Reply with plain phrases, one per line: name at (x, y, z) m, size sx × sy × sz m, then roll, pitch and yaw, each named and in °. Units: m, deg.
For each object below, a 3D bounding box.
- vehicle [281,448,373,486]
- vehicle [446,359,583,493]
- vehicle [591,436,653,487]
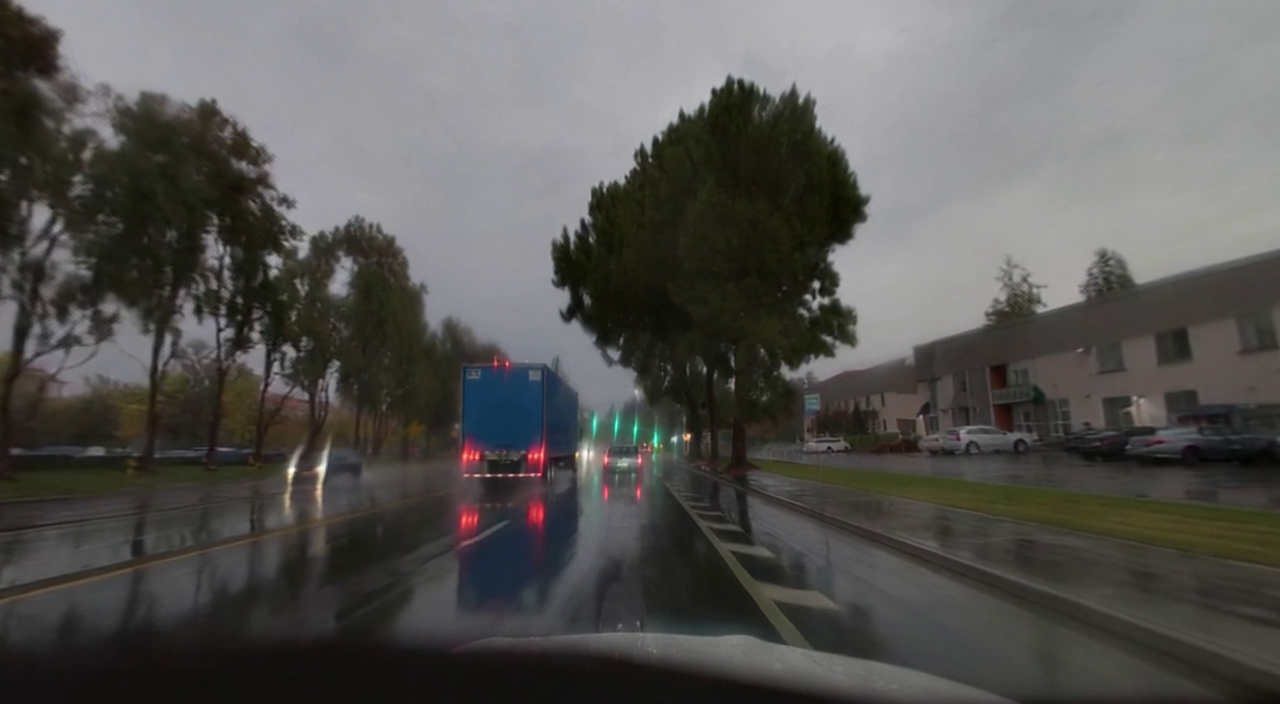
vehicle at (-14.372, 5.302, 29.349) m, size 1.993 × 1.568 × 4.645 m, roll 0°, pitch -9°, yaw -2°
vehicle at (-4.109, 2.917, 23.630) m, size 2.996 × 3.902 × 10.410 m, roll 0°, pitch -9°, yaw 0°
vehicle at (-0.621, 3.993, 23.340) m, size 2.094 × 1.682 × 3.866 m, roll 0°, pitch -9°, yaw 0°
